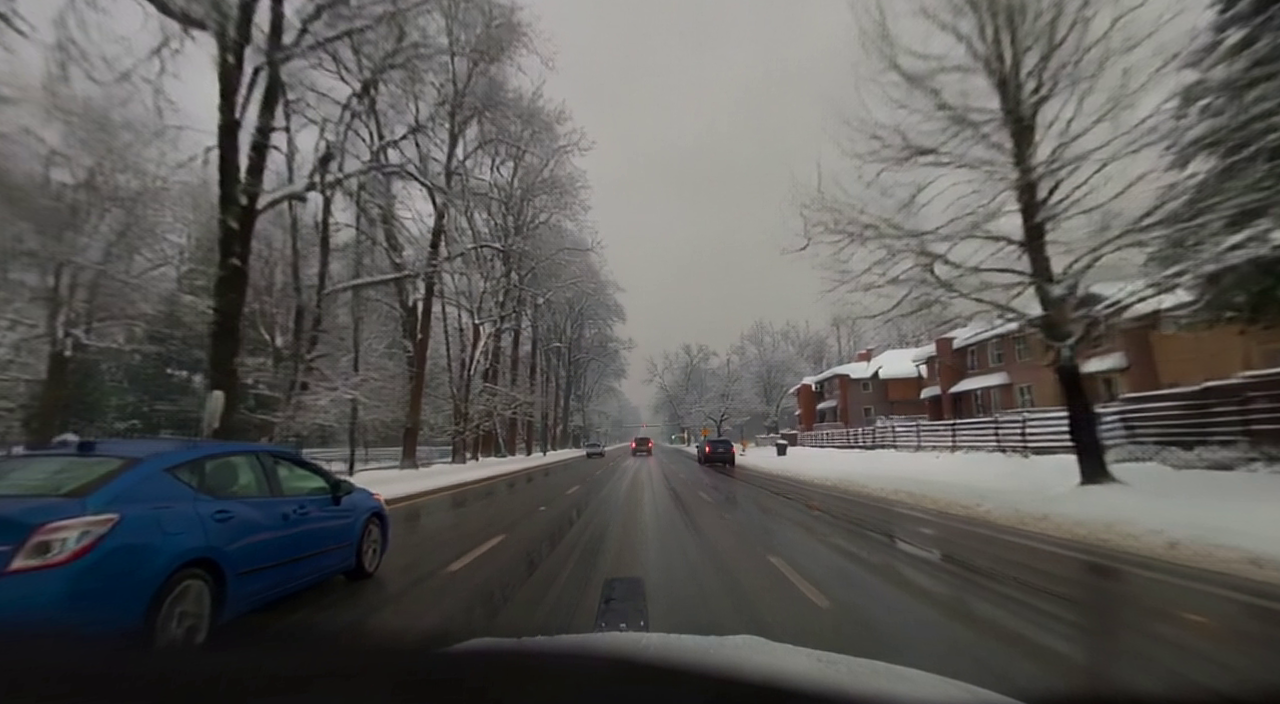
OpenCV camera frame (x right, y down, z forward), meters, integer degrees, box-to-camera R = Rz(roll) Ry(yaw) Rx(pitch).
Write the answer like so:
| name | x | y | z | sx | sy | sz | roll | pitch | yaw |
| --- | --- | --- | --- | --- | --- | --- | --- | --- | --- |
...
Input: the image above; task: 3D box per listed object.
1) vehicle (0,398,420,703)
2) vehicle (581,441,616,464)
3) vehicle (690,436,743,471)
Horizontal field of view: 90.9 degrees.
| name | x | y | z | sx | sy | sz | roll | pitch | yaw |
| --- | --- | --- | --- | --- | --- | --- | --- | --- | --- |
| vehicle | -3.537 | 1.224 | 4.402 | 2.091 | 1.503 | 4.989 | 0 | -8 | 1 |
| vehicle | -2.721 | 6.723 | 42.265 | 1.940 | 1.473 | 4.133 | 0 | -8 | 2 |
| vehicle | 3.912 | 5.276 | 33.024 | 2.182 | 1.688 | 4.187 | 0 | -8 | -1 |
